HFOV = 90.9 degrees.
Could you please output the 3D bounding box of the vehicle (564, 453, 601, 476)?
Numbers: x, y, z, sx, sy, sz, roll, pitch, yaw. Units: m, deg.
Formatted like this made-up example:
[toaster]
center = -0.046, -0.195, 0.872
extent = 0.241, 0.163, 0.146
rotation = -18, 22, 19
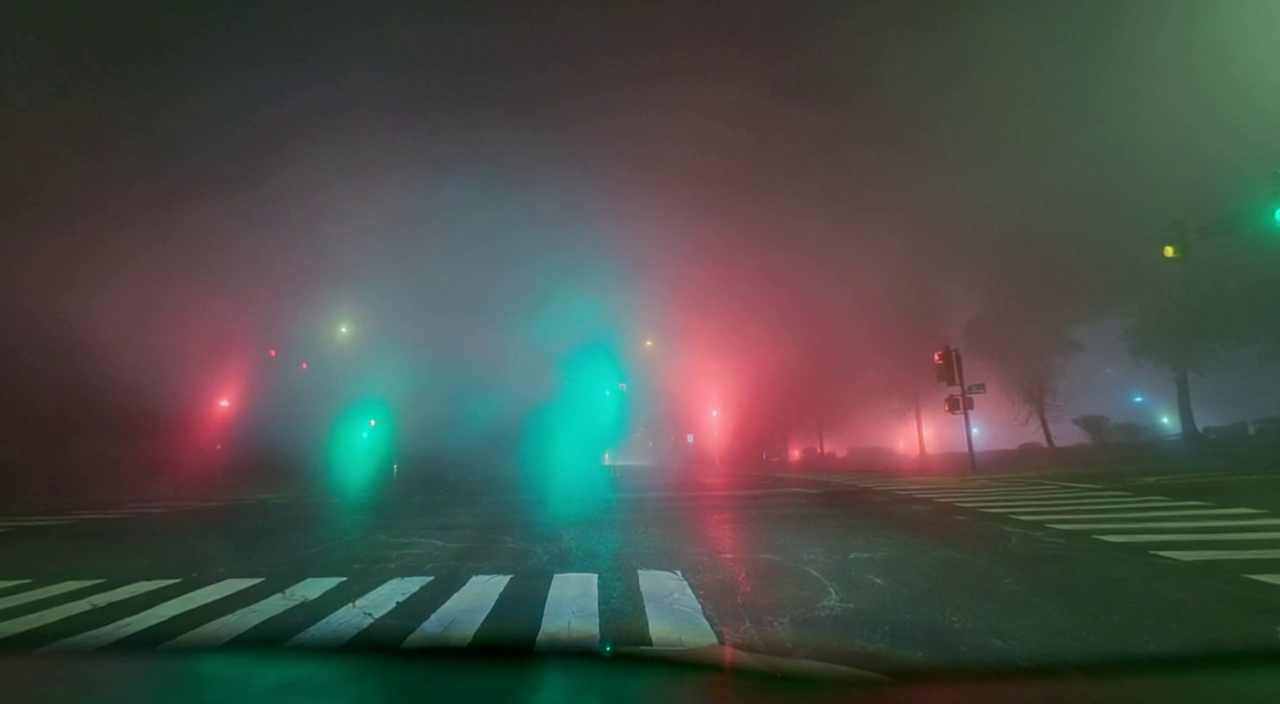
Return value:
[vehicle]
center = -4.481, 8.846, 49.827
extent = 2.030, 1.704, 4.205
rotation = -1, -8, 7
